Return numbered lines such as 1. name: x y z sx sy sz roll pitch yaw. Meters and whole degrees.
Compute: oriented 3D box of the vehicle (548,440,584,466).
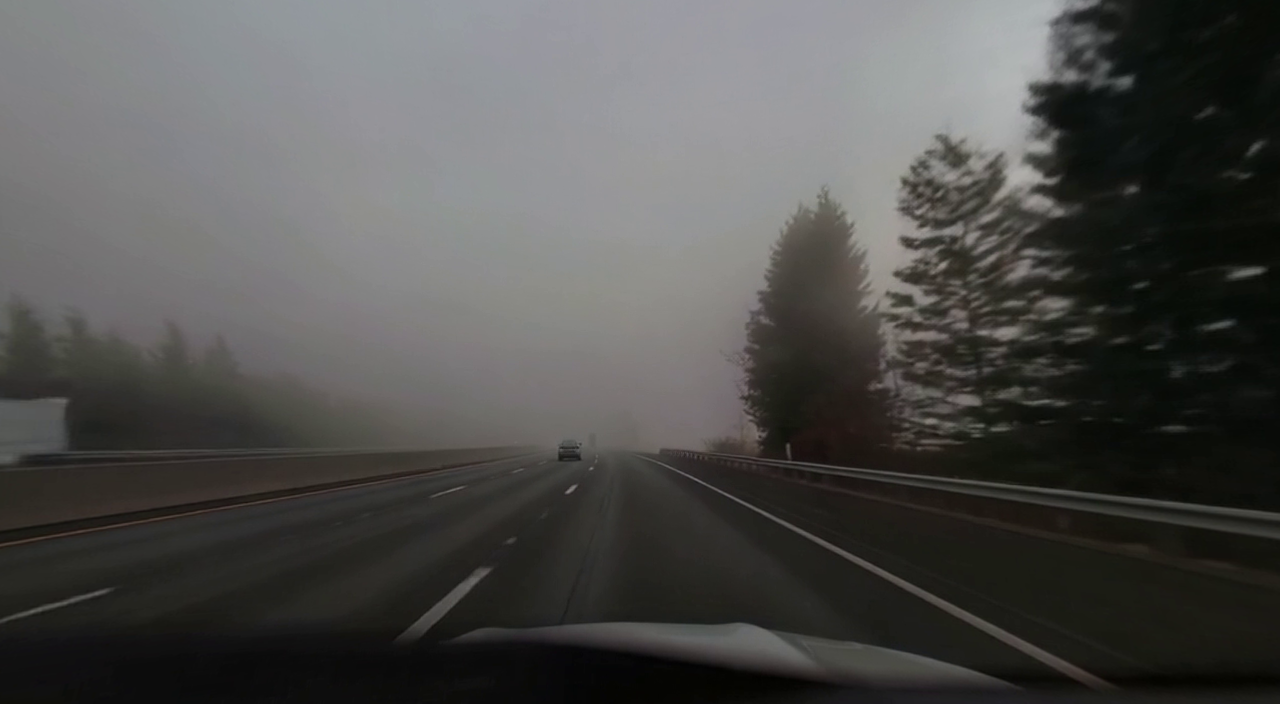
1. vehicle: -4.577 6.310 39.537 2.053 1.549 4.097 0 -8 -4
